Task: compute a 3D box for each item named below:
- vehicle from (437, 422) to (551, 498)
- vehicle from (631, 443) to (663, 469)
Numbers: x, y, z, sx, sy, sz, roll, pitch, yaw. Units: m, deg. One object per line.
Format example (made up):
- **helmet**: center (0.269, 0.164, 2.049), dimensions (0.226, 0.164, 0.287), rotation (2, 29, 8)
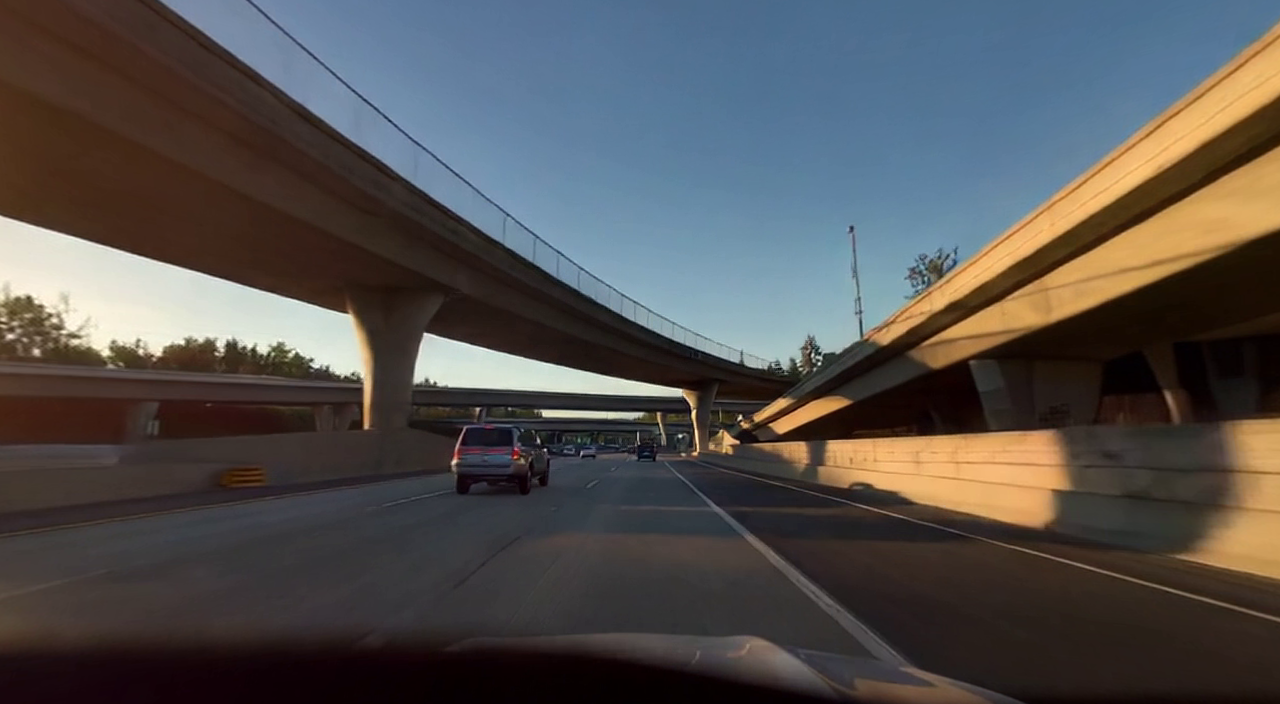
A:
- **vehicle**: center (-4.076, 3.132, 18.560), dimensions (2.147, 1.918, 4.834), rotation (0, -9, 1)
- **vehicle**: center (0.467, 7.135, 43.481), dimensions (2.052, 1.711, 4.223), rotation (0, -9, 0)
